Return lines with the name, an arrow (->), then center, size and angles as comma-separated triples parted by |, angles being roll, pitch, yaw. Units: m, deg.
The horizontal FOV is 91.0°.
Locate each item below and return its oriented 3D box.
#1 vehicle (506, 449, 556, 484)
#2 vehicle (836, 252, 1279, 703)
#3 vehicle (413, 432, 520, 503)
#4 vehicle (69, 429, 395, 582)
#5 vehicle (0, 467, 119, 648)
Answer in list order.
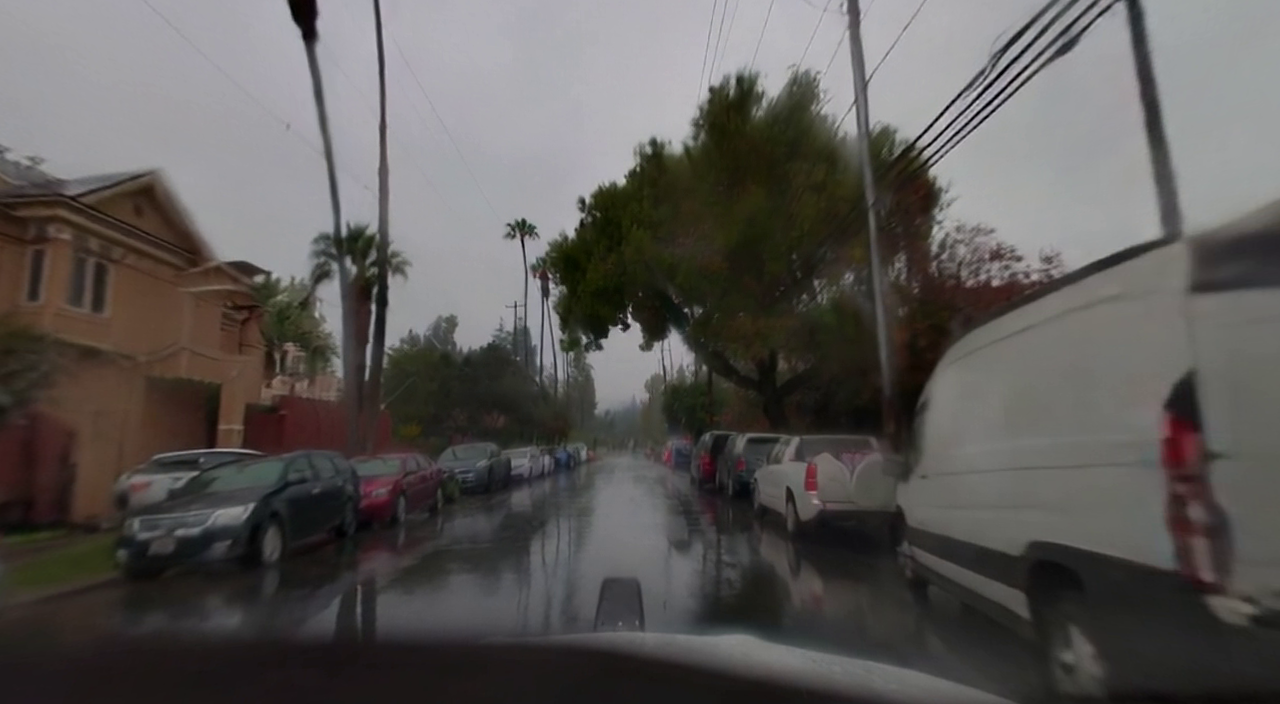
vehicle -> -6.460, 6.780, 37.663 | 2.131, 1.777, 4.783 | -3, -8, -1
vehicle -> 3.091, 0.968, 3.938 | 2.182, 1.964, 4.796 | 0, -8, 0
vehicle -> -6.138, 4.143, 23.230 | 2.281, 2.248, 5.873 | 0, -8, 0
vehicle -> -6.226, 2.335, 10.632 | 2.349, 1.952, 4.848 | 0, -8, -2
vehicle -> -6.262, 1.566, 4.067 | 1.874, 1.449, 4.622 | 0, -8, -1
